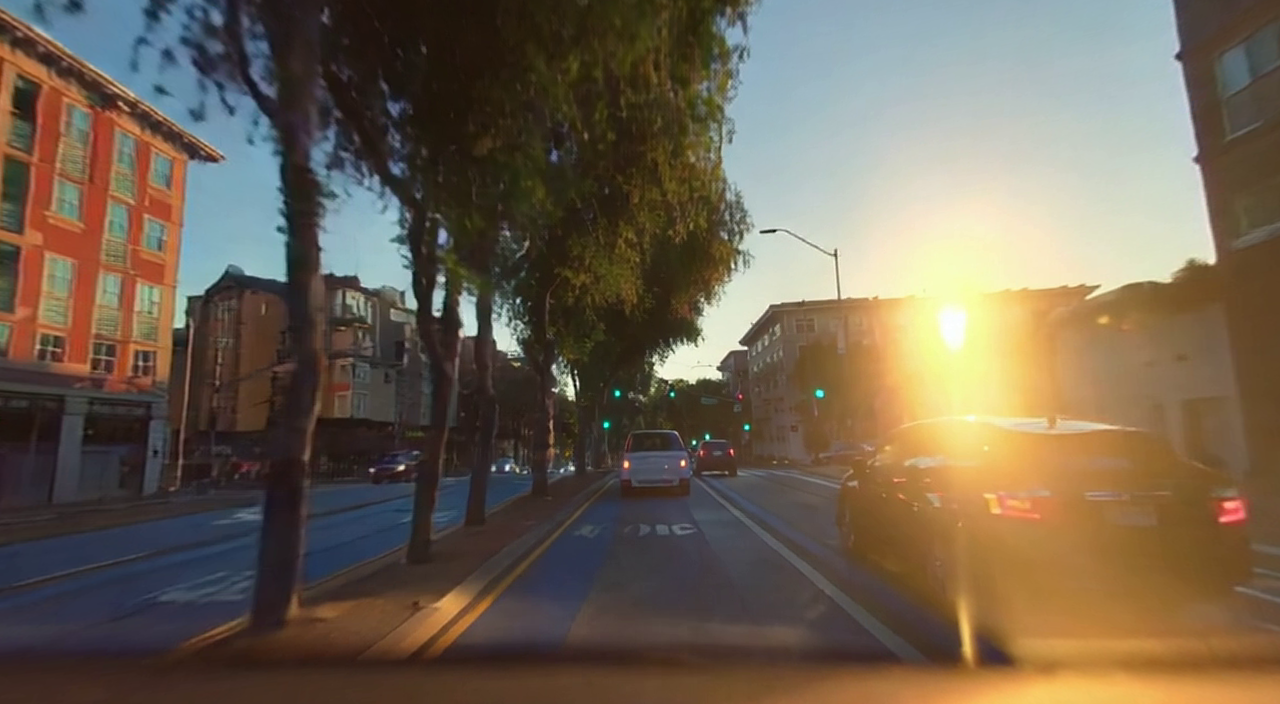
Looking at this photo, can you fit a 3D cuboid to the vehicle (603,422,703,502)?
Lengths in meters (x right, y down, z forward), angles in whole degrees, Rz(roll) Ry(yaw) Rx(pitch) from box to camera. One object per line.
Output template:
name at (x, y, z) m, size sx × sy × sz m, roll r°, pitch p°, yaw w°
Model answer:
vehicle at (0.299, 2.758, 16.106) m, size 2.209 × 1.748 × 4.130 m, roll 0°, pitch -9°, yaw 1°

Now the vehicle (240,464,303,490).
vehicle at (-27.259, 9.233, 46.695) m, size 3.416 × 1.466 × 1.840 m, roll 4°, pitch -5°, yaw 0°

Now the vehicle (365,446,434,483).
vehicle at (-13.443, 6.273, 35.562) m, size 1.914 × 1.889 × 4.585 m, roll -1°, pitch -9°, yaw 2°

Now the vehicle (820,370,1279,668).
vehicle at (3.225, 1.282, 5.831) m, size 1.939 × 1.746 × 4.091 m, roll 0°, pitch -9°, yaw 1°

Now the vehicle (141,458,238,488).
vehicle at (-28.882, 7.743, 40.536) m, size 4.558 × 1.818 × 2.120 m, roll 0°, pitch -9°, yaw 1°
